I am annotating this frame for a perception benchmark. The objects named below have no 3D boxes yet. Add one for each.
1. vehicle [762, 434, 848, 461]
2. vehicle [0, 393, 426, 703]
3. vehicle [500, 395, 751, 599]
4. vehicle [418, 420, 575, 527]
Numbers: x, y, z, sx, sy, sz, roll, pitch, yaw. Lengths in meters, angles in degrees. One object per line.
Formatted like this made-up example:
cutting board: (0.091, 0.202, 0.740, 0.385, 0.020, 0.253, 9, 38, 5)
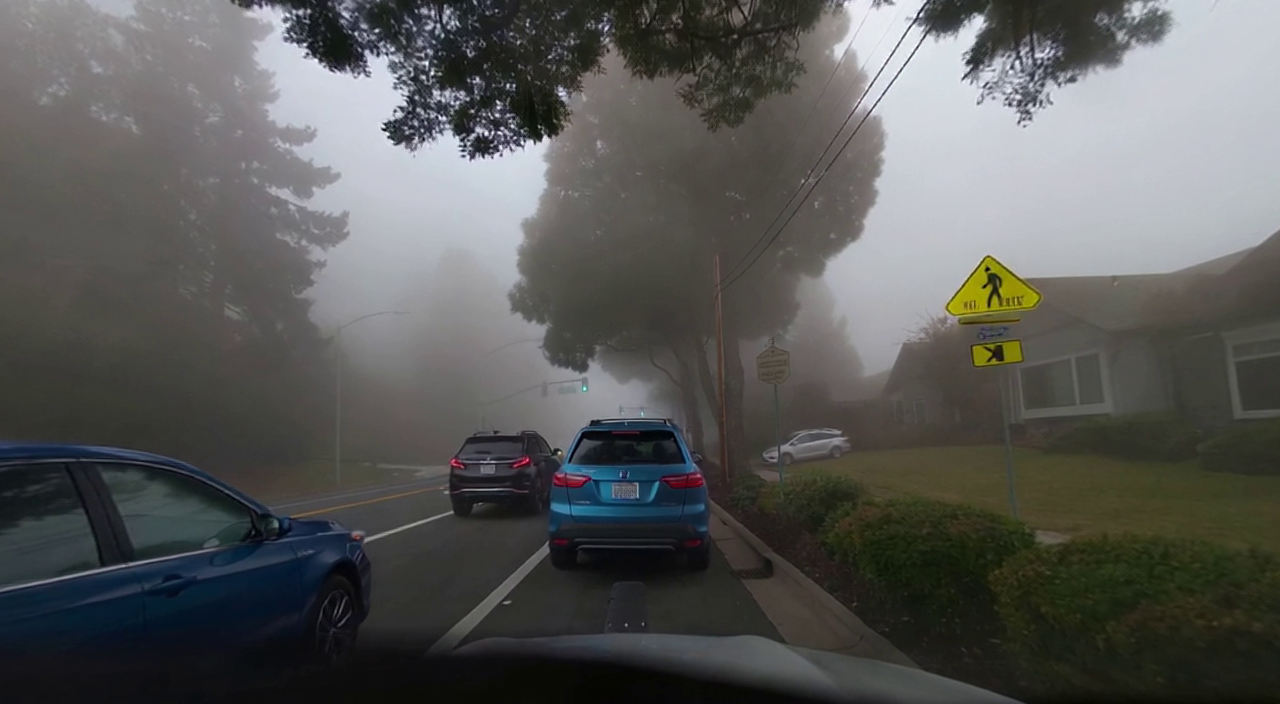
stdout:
vehicle: (9.320, 5.439, 35.852, 4.456, 1.504, 1.914, -1, -9, 6)
vehicle: (-2.866, 1.036, 2.985, 1.968, 1.472, 4.685, 0, -9, 1)
vehicle: (-0.130, 1.520, 7.369, 2.120, 1.718, 3.909, 0, -9, 0)
vehicle: (-2.574, 2.303, 12.482, 2.000, 1.737, 4.133, 0, -9, 2)
